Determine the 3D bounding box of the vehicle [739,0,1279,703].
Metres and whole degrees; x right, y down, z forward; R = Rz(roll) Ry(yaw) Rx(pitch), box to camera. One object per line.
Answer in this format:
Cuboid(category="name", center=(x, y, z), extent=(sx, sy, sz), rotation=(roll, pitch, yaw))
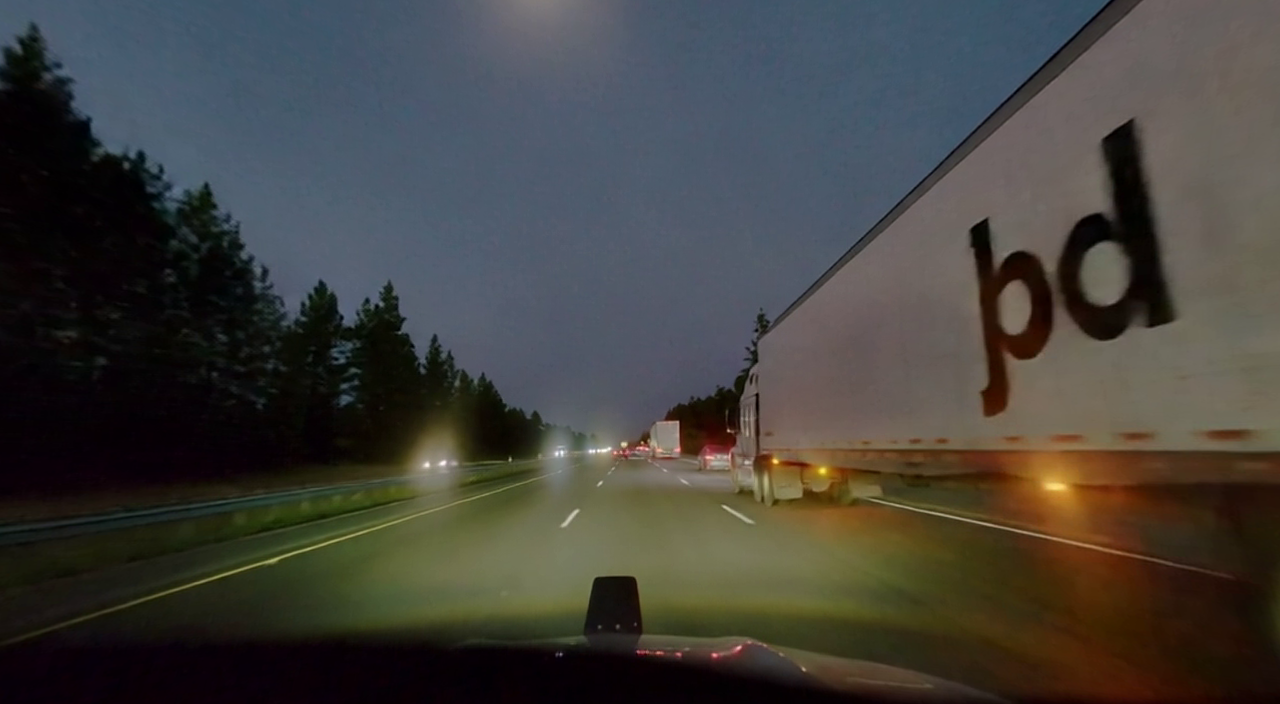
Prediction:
Cuboid(category="vehicle", center=(4.066, 0.506, 8.259), extent=(2.973, 4.007, 14.076), rotation=(0, -9, -1))
